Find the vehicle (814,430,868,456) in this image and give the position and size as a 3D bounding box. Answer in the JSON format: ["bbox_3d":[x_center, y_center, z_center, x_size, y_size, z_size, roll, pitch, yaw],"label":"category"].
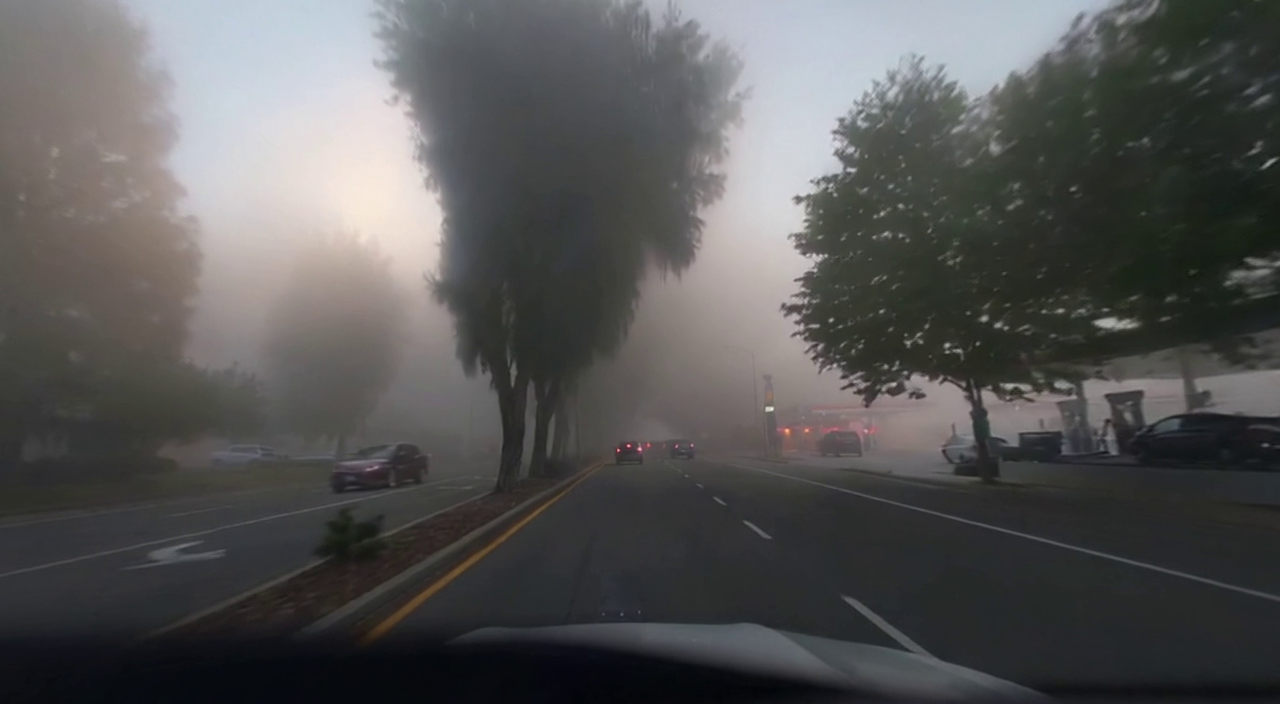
[{"bbox_3d":[15.145,6.919,47.901,2.368,1.868,4.724,0,-9,-1],"label":"vehicle"}]

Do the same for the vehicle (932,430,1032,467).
[{"bbox_3d":[15.145,4.318,28.305,2.001,1.479,4.696,0,-9,2],"label":"vehicle"}]

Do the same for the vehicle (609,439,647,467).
[{"bbox_3d":[-0.646,5.712,35.978,2.052,1.488,3.779,0,-8,-1],"label":"vehicle"}]

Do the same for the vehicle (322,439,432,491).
[{"bbox_3d":[-9.274,3.994,22.746,2.121,1.677,4.324,0,-9,0],"label":"vehicle"}]

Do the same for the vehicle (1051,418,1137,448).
[{"bbox_3d":[33.510,6.071,46.895,2.355,2.034,5.438,0,-8,0],"label":"vehicle"}]

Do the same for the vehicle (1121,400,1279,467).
[{"bbox_3d":[19.639,2.816,21.503,2.266,1.973,5.443,0,-8,1],"label":"vehicle"}]
